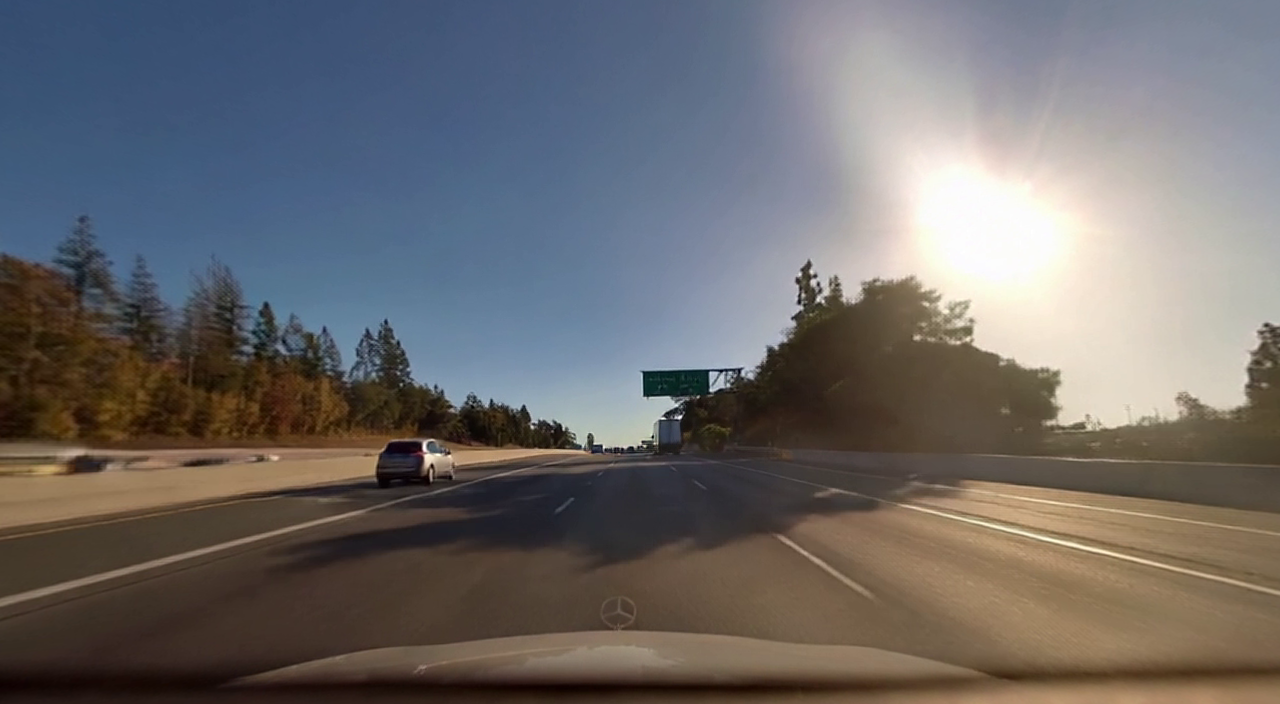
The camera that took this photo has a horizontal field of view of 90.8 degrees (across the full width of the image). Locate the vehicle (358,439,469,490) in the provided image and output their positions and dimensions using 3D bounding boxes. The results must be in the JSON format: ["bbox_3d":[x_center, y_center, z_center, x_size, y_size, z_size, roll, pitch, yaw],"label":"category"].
[{"bbox_3d":[-7.311,3.663,20.969,2.033,1.494,4.508,0,-9,0],"label":"vehicle"}]
